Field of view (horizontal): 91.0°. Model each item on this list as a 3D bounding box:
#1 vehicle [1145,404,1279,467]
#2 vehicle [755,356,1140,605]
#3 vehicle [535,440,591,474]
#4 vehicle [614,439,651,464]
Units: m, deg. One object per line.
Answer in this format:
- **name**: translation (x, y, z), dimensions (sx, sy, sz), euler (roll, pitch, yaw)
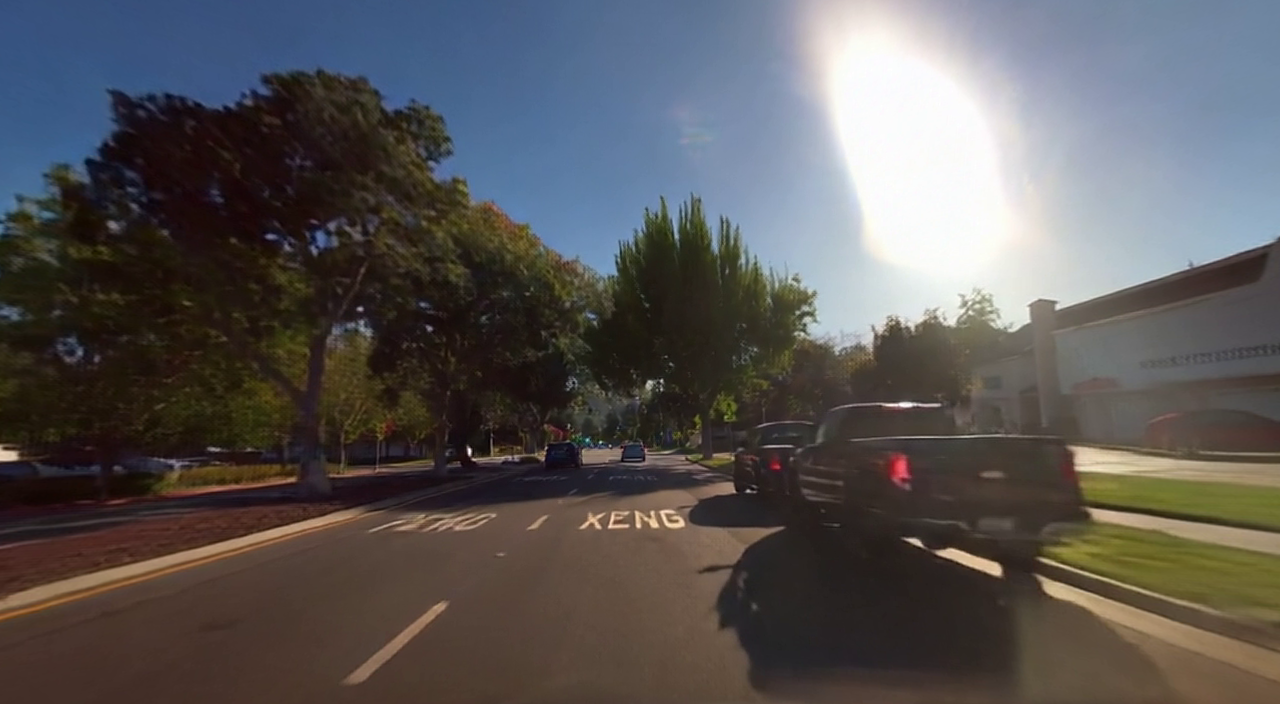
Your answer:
- **vehicle**: translation (15.789, 2.079, 15.587), dimensions (1.881, 1.477, 4.617), euler (4, -9, -27)
- **vehicle**: translation (3.006, 1.438, 7.977), dimensions (2.072, 2.017, 5.590), euler (0, -8, 0)
- **vehicle**: translation (-3.487, 4.855, 29.457), dimensions (2.083, 1.460, 4.527), euler (0, -8, 0)
- **vehicle**: translation (-0.488, 6.275, 39.809), dimensions (2.187, 1.478, 4.138), euler (0, -8, -1)
